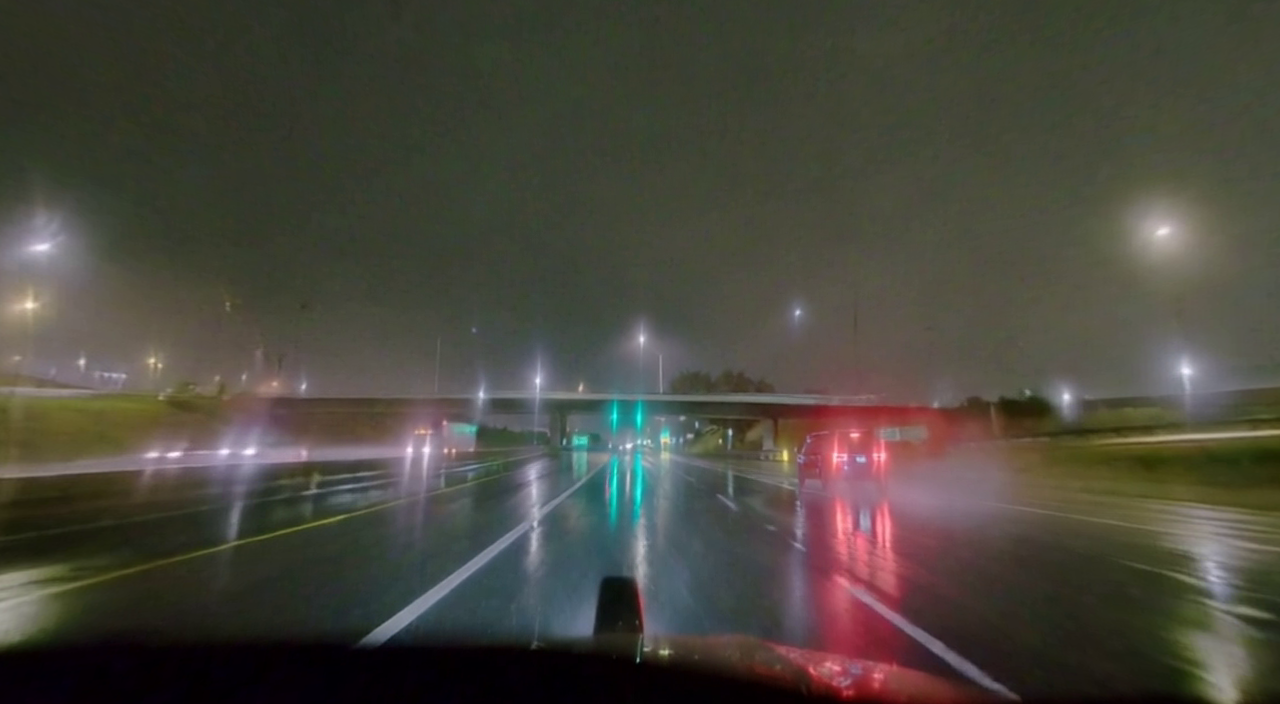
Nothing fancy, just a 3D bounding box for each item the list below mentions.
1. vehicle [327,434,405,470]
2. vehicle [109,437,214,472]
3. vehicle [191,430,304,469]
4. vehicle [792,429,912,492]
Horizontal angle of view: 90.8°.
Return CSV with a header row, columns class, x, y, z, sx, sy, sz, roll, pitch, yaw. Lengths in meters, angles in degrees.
class,x,y,z,sx,sy,sz,roll,pitch,yaw
vehicle,-14.447,5.302,33.613,2.078,1.773,4.681,0,-9,-1
vehicle,-26.359,5.644,35.032,2.035,1.768,4.852,0,-9,-1
vehicle,-22.582,5.660,36.768,2.733,2.089,6.229,0,-9,-2
vehicle,6.446,3.352,19.865,2.104,1.723,4.538,0,-9,-2
